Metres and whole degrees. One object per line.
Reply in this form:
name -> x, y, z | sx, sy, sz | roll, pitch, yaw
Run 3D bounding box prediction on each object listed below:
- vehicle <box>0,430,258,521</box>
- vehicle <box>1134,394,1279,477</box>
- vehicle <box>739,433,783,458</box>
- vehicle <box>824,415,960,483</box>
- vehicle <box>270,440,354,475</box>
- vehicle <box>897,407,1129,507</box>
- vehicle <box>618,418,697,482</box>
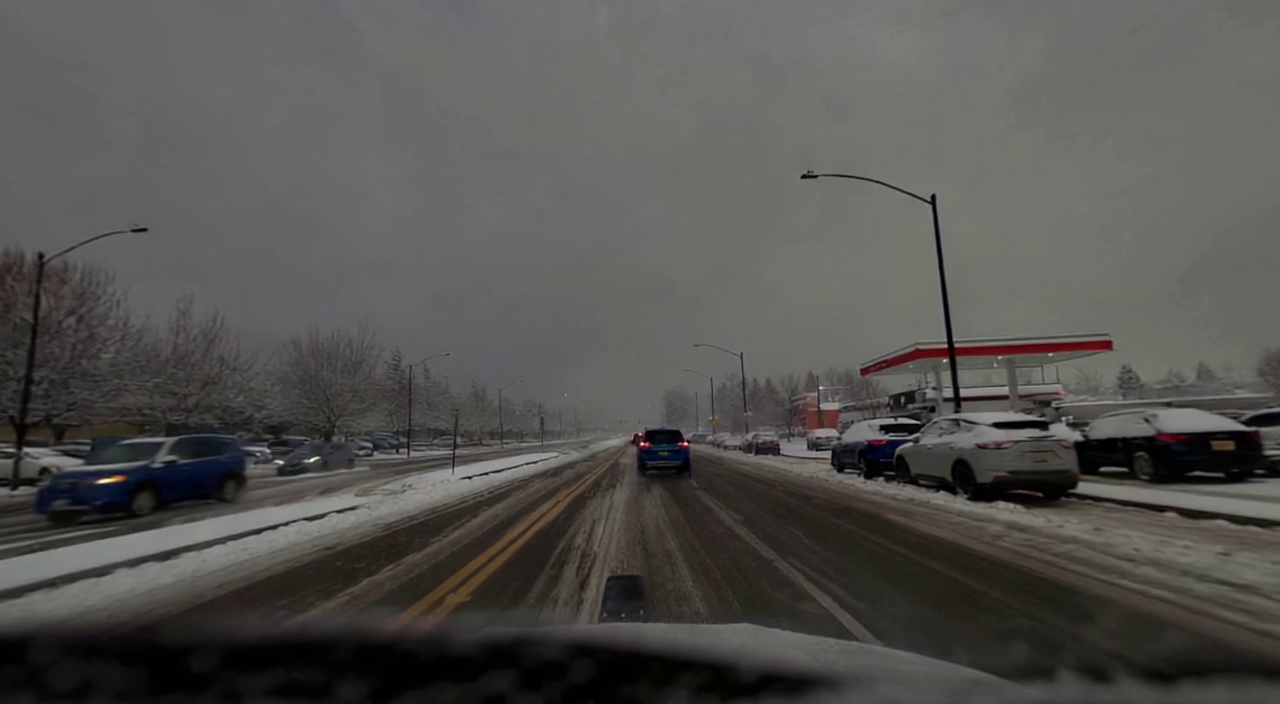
vehicle -> -10.916, 2.633, 13.990 | 2.002, 1.694, 4.384 | 0, -8, 0
vehicle -> 13.659, 1.844, 13.726 | 1.844, 1.650, 4.415 | 1, -8, -5
vehicle -> 7.616, 5.927, 39.929 | 1.818, 1.459, 4.806 | 0, -8, 0
vehicle -> 7.373, 2.917, 19.036 | 2.032, 1.776, 4.782 | 0, -8, -1
vehicle -> -17.571, 5.638, 33.941 | 1.995, 1.740, 4.673 | 0, -8, 0
vehicle -> 7.471, 2.172, 13.321 | 1.970, 1.744, 4.662 | 0, -8, -1
vehicle -> 0.573, 3.245, 20.978 | 2.317, 1.857, 5.150 | 0, -8, 1
